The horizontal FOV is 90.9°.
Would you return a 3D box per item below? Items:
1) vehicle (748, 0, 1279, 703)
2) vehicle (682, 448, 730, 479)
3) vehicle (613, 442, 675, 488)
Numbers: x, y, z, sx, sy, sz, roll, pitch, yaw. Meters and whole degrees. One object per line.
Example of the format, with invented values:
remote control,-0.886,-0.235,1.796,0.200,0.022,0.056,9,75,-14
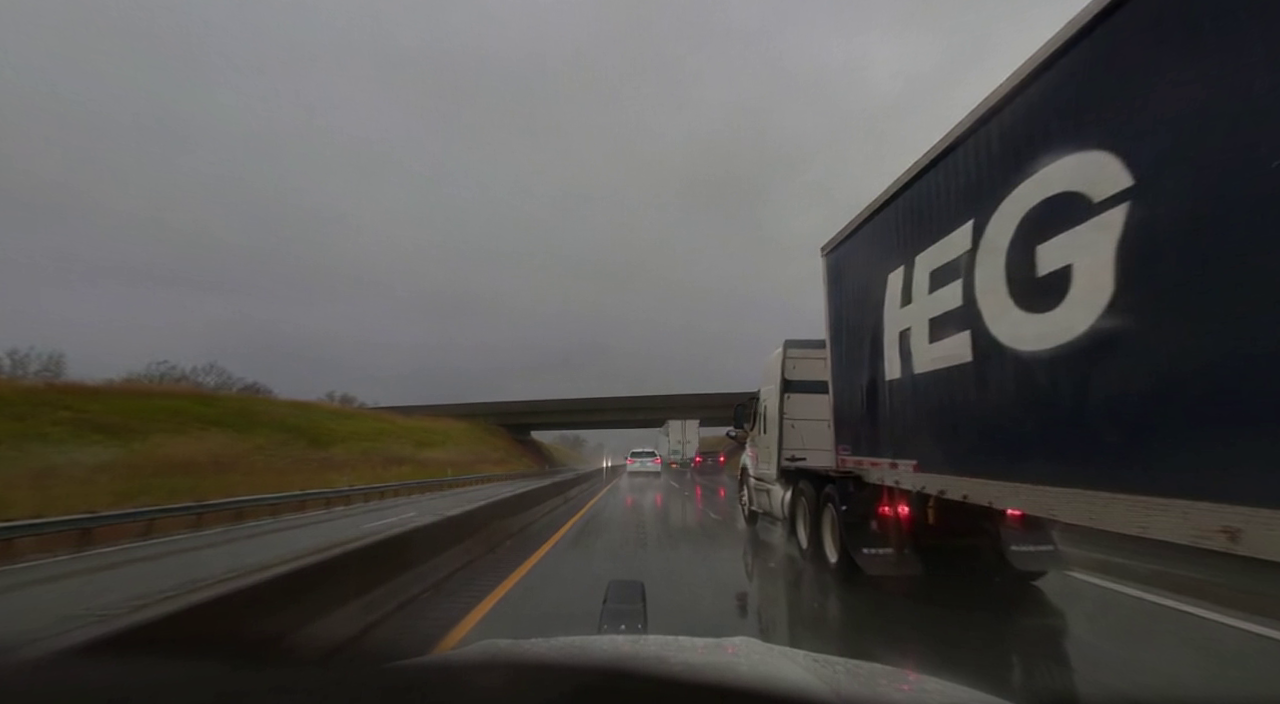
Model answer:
vehicle,3.135,-0.227,2.785,2.870,4.056,14.250,-1,-9,0
vehicle,3.370,5.773,32.812,1.972,1.505,3.946,0,-9,-1
vehicle,0.163,4.476,25.175,2.256,1.615,4.114,-1,-9,0
